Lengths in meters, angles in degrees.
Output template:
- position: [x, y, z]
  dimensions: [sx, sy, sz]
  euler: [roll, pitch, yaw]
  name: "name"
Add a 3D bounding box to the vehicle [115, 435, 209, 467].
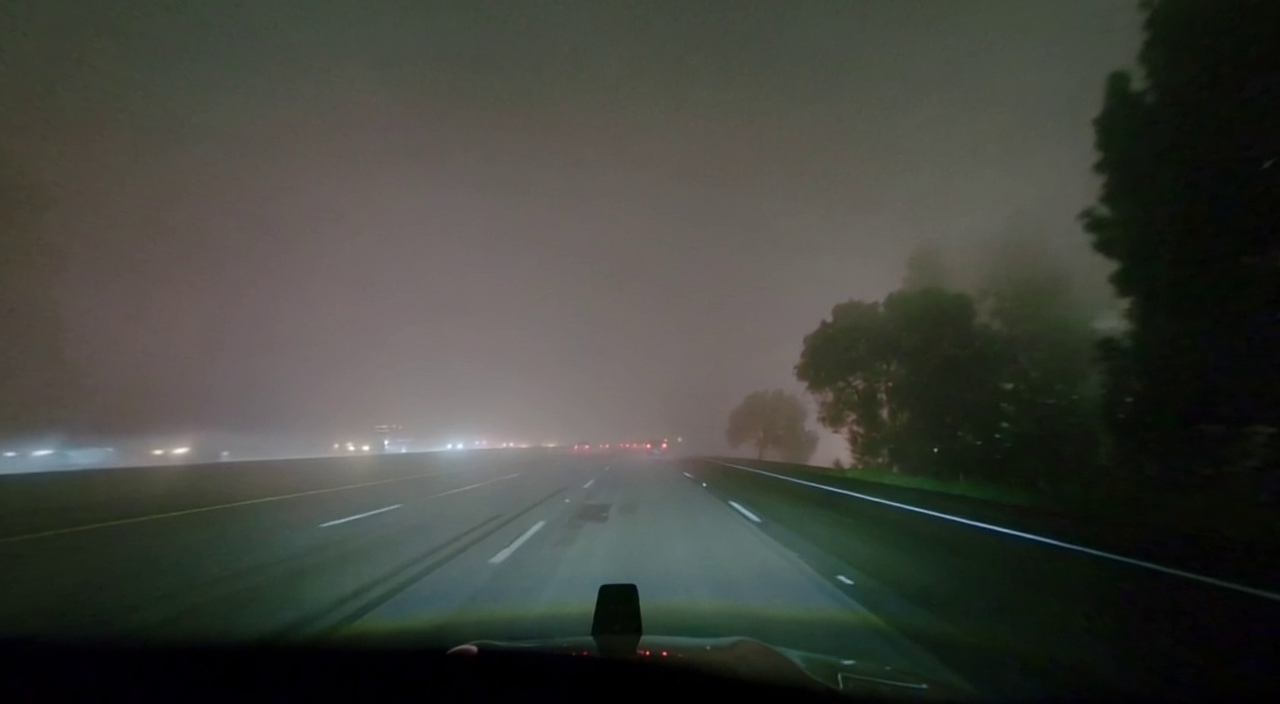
- position: [-27.877, 5.778, 37.043]
  dimensions: [1.953, 1.700, 4.559]
  euler: [0, -8, 0]
  name: "vehicle"
